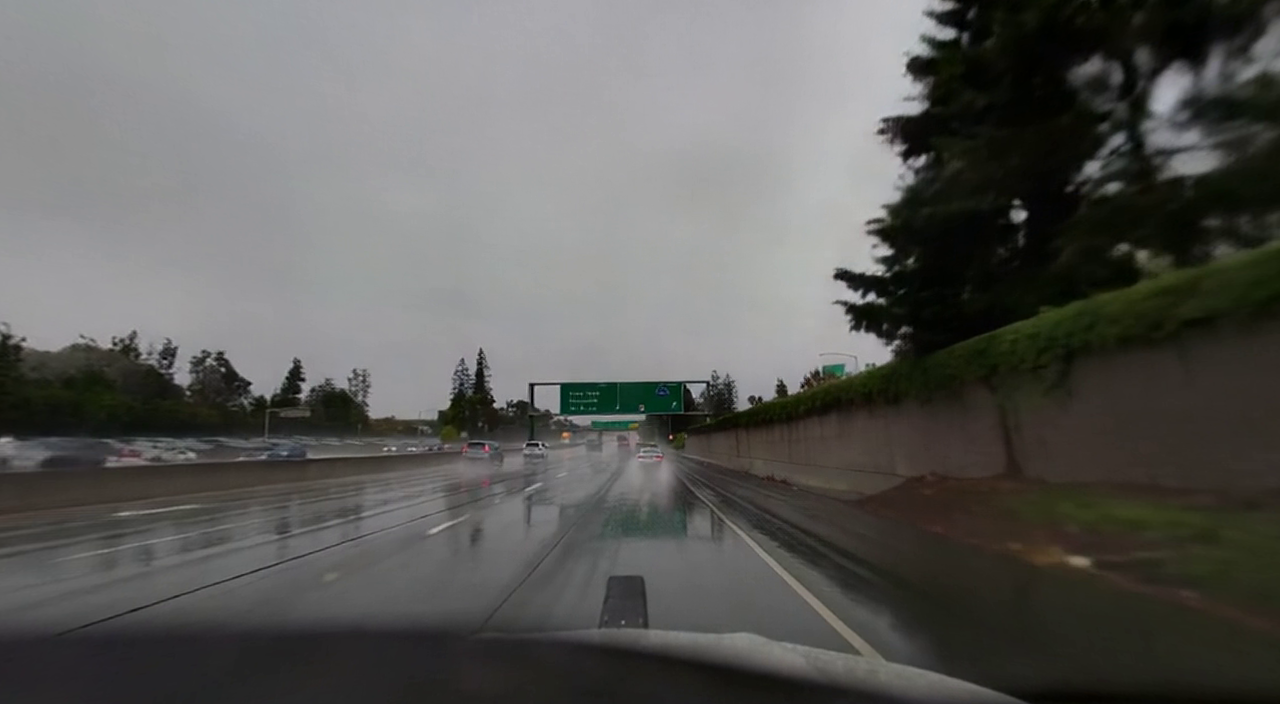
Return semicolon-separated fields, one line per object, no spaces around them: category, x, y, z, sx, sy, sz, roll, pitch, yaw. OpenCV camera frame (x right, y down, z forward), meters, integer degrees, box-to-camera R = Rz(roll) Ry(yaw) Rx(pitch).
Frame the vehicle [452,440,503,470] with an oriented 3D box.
vehicle;-9.339;5.909;36.520;1.954;1.605;4.023;0;-8;-1

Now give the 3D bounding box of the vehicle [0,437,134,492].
vehicle;-19.307;3.602;20.568;1.870;1.567;4.567;0;-8;-1

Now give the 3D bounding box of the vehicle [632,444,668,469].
vehicle;0.605;6.484;39.272;2.137;1.461;3.999;-1;-8;1
